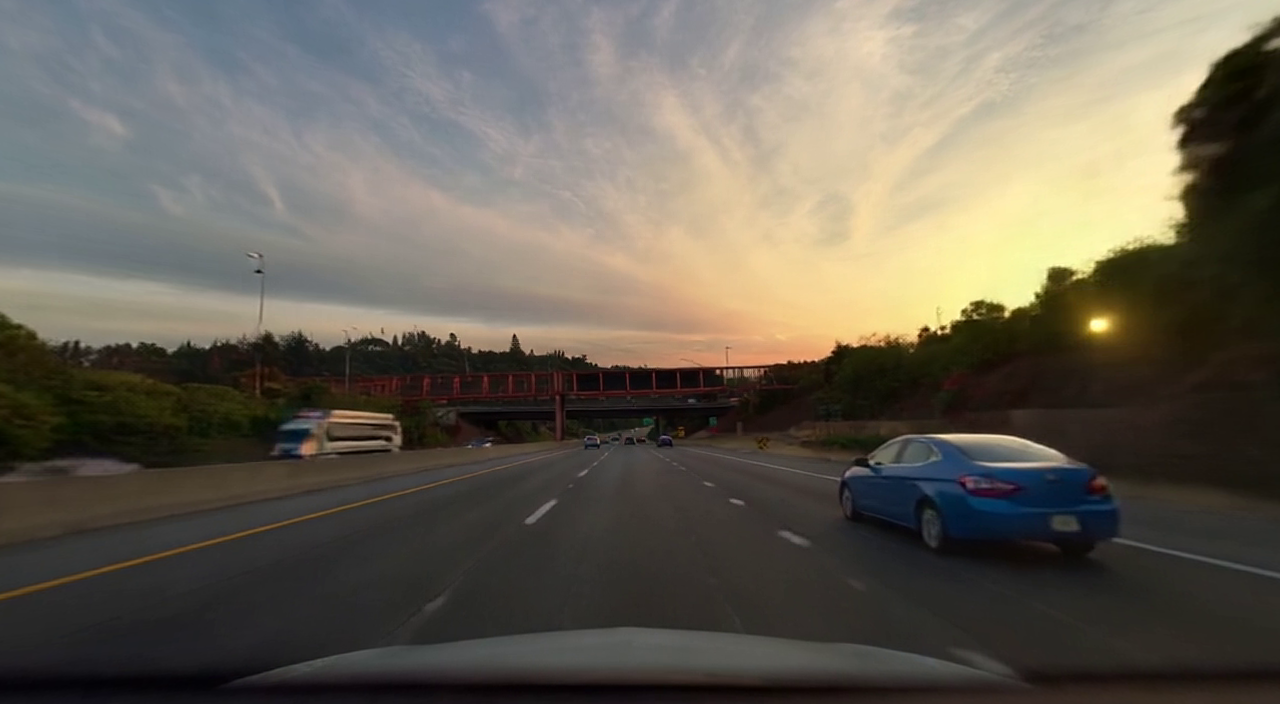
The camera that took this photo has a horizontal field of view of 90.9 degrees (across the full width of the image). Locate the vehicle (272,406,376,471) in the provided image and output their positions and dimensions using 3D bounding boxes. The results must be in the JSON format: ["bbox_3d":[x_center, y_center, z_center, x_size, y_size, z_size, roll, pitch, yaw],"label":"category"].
[{"bbox_3d":[-21.223,5.878,42.993,2.982,3.995,7.675,0,-8,1],"label":"vehicle"}]

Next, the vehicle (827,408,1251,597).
[{"bbox_3d":[3.944,1.533,7.409,2.031,1.531,4.365,0,-8,-2],"label":"vehicle"}]
